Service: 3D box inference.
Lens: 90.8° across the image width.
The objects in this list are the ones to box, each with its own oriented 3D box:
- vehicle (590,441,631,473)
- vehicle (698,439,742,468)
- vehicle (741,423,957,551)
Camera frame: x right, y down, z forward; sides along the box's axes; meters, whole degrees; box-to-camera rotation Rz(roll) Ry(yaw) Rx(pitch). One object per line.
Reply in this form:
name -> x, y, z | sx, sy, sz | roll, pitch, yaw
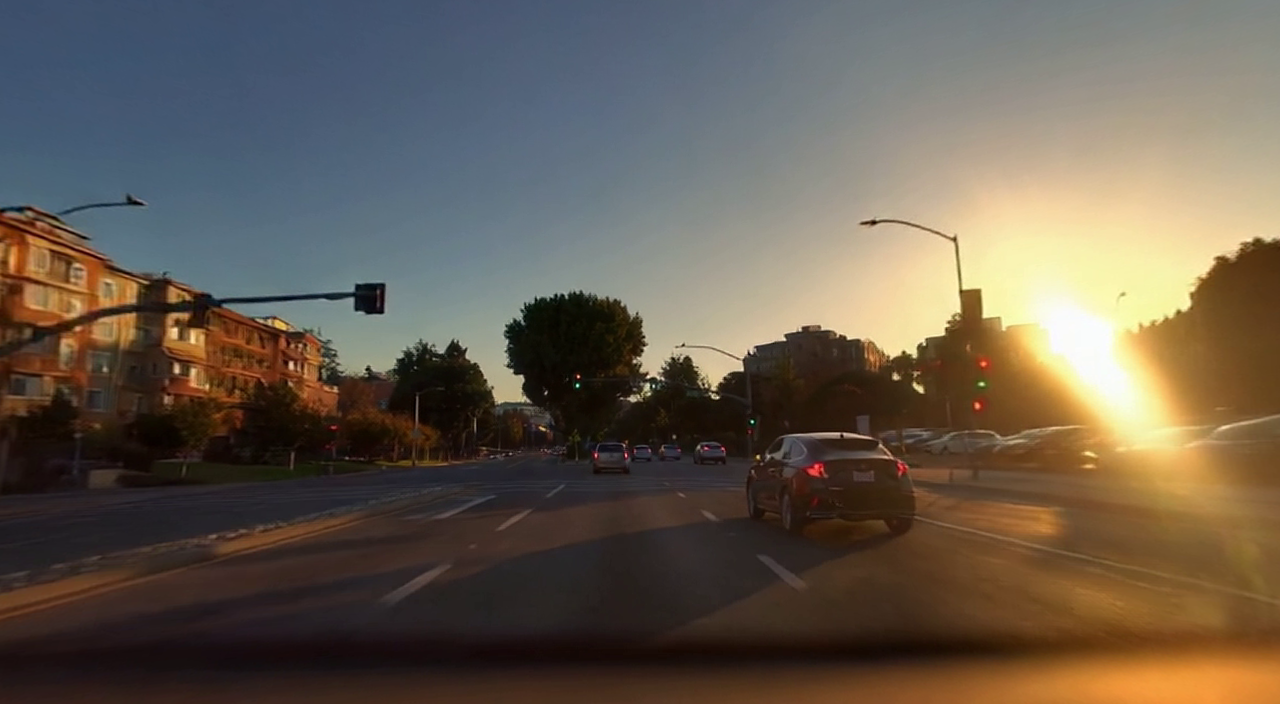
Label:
vehicle -> -1.571, 5.698, 34.510 | 2.101, 1.641, 4.341 | 0, -9, -2
vehicle -> 5.432, 6.980, 43.652 | 2.052, 1.886, 5.297 | 1, -9, -4
vehicle -> 3.142, 2.131, 10.729 | 1.893, 1.664, 4.670 | 0, -9, -2
